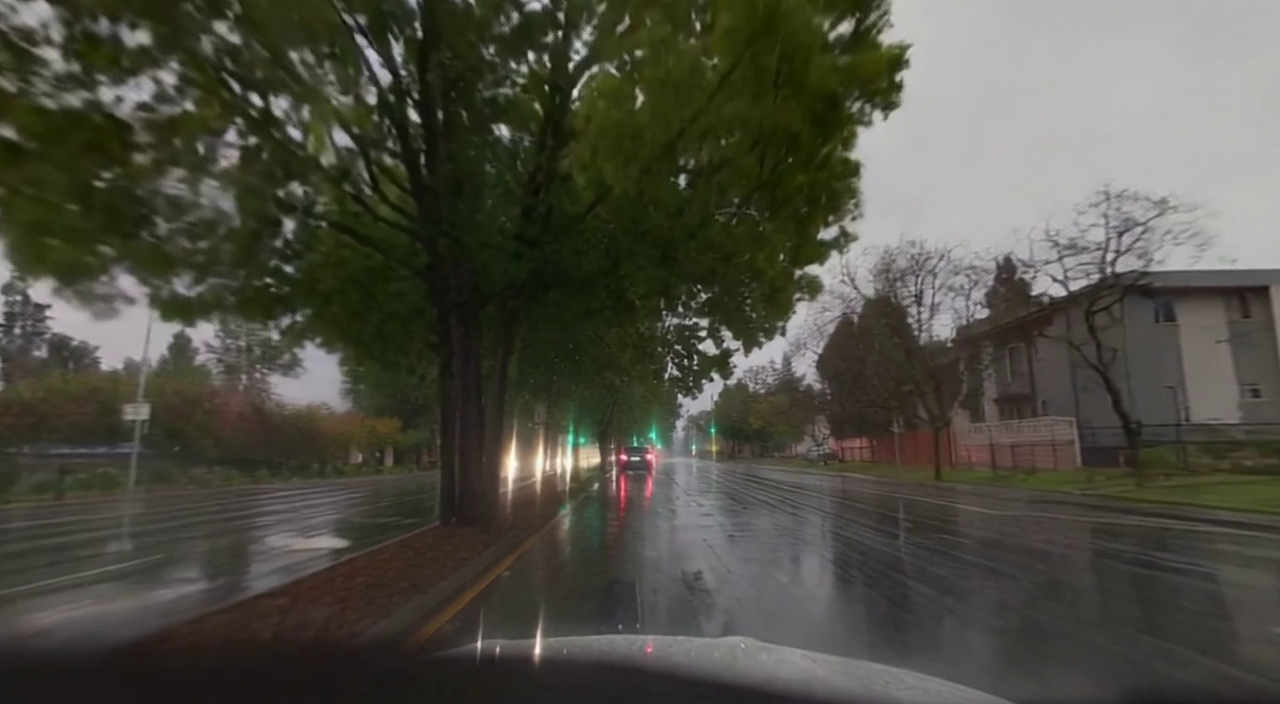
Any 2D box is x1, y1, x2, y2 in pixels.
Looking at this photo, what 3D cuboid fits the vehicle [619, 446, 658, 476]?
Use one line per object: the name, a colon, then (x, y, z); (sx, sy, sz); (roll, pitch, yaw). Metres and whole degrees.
vehicle: (-0.039, 6.171, 36.100); (2.093, 1.591, 4.247); (0, -9, 1)
